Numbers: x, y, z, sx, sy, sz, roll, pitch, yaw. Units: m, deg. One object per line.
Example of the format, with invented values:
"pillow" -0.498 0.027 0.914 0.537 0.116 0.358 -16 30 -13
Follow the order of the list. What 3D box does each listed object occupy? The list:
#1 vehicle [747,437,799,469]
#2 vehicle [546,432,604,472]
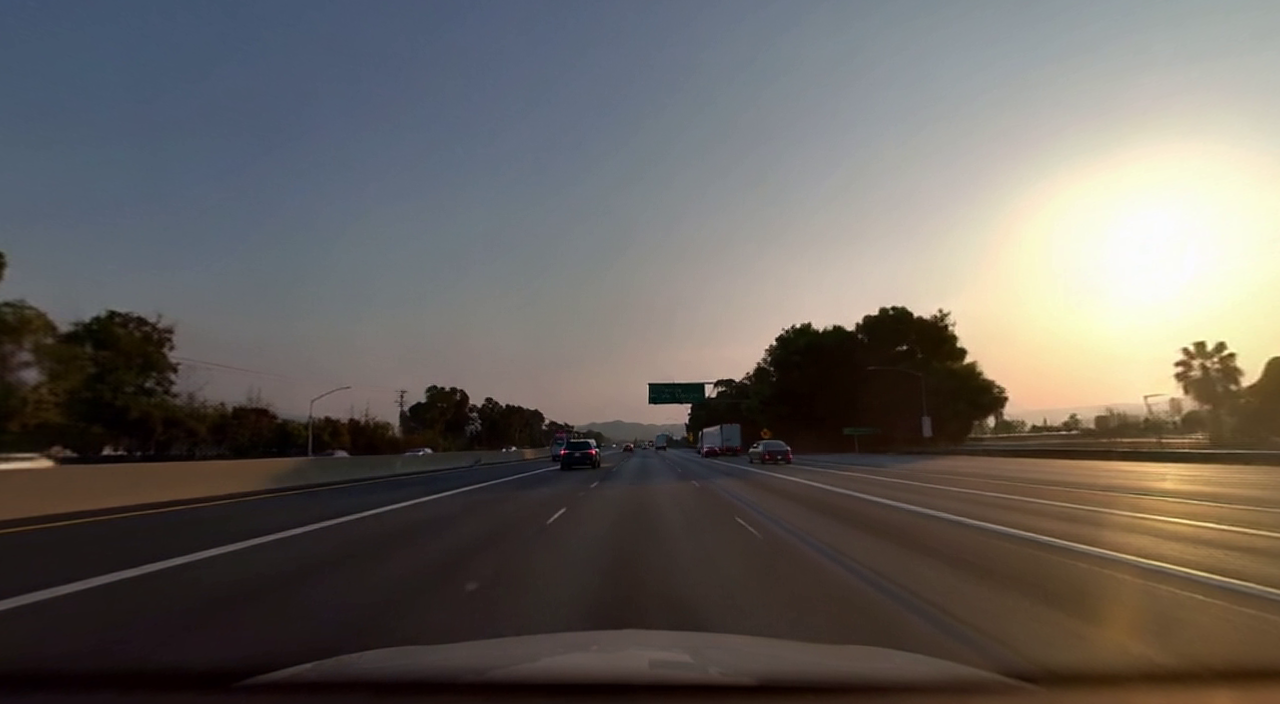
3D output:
"vehicle" 7.711 5.890 36.860 2.063 1.706 4.259 0 -8 0
"vehicle" -3.311 5.269 33.420 2.453 1.952 5.320 0 -8 1
